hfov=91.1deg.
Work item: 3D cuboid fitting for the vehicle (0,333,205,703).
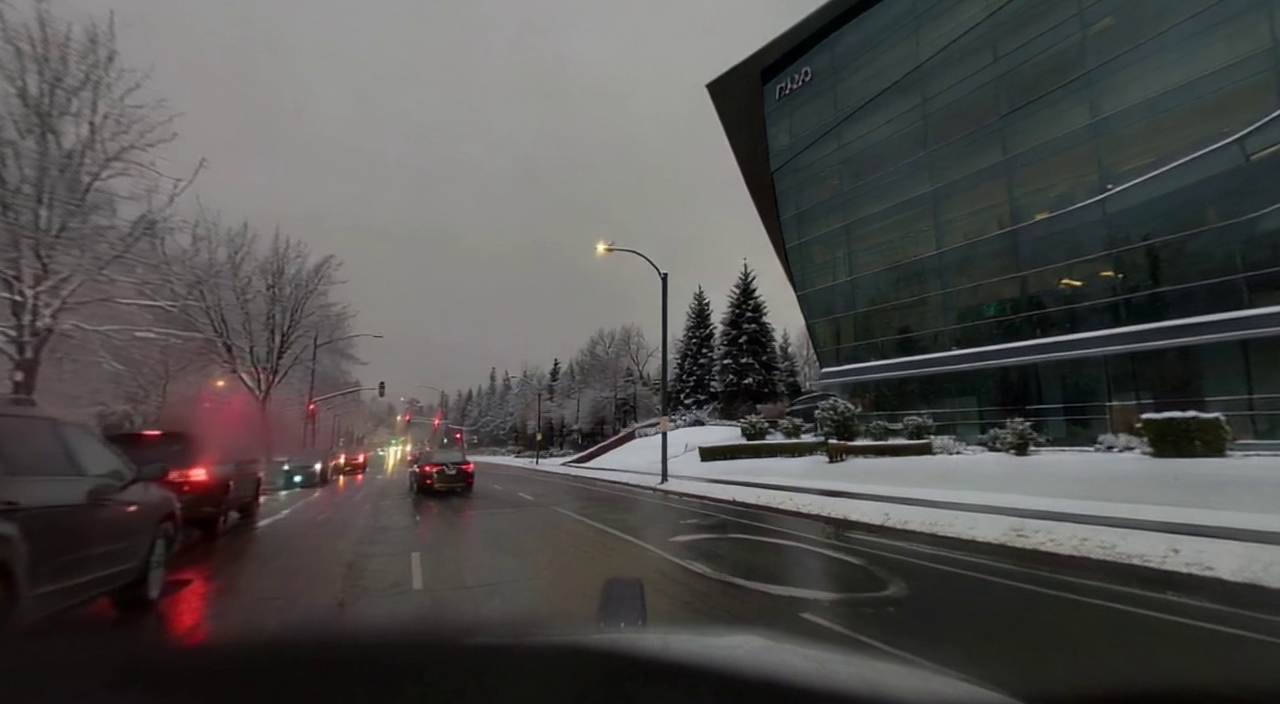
[{"bbox_3d":[-4.585,1.082,4.044,2.275,1.819,4.883,4,-10,-28],"label":"vehicle"}]

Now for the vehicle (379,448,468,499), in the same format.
[{"bbox_3d":[-7.652,4.109,21.819,2.205,1.537,4.895,4,-9,-27],"label":"vehicle"}]
